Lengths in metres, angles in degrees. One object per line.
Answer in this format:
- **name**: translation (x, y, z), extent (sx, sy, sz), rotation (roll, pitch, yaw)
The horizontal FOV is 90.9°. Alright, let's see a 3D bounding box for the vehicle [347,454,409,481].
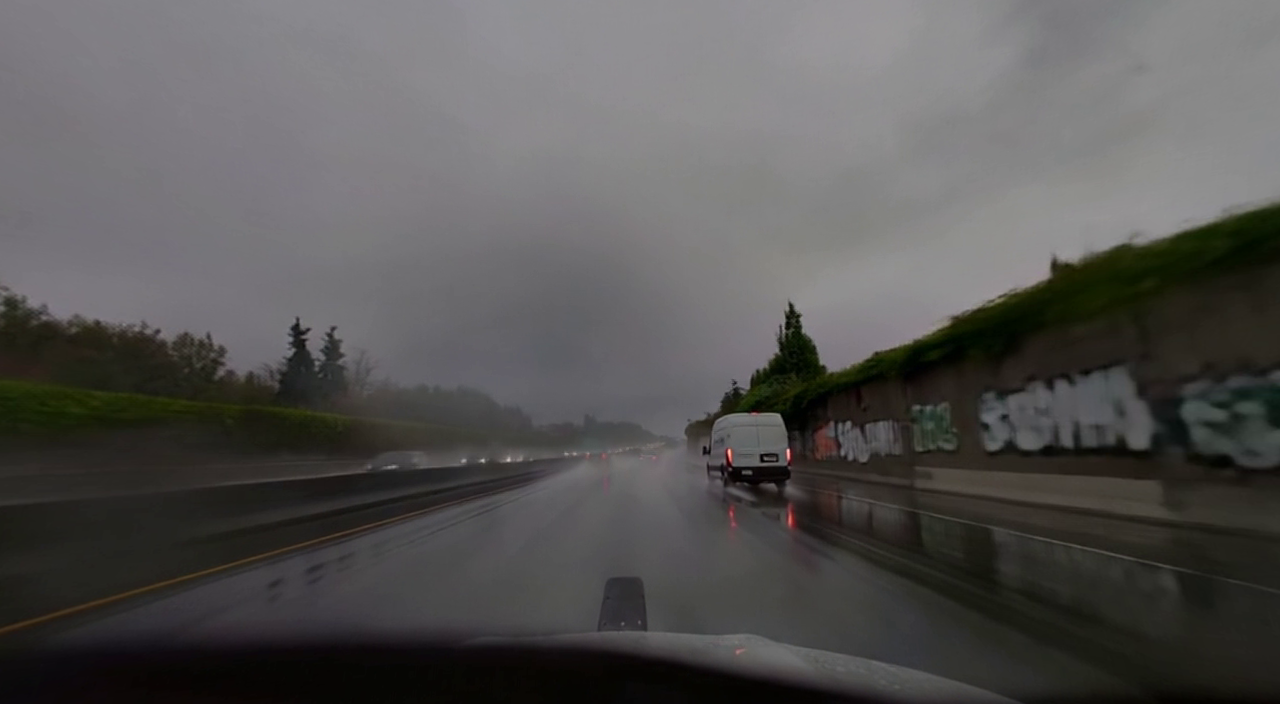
- **vehicle**: translation (-15.638, 6.900, 37.846), extent (1.795, 1.502, 4.437), rotation (0, -9, 0)

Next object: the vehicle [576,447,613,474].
- **vehicle**: translation (-2.854, 6.978, 40.636), extent (1.964, 1.618, 4.489), rotation (0, -9, 1)

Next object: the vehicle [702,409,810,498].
- **vehicle**: translation (3.673, 3.417, 21.320), extent (2.469, 2.591, 5.653), rotation (0, -9, -1)
